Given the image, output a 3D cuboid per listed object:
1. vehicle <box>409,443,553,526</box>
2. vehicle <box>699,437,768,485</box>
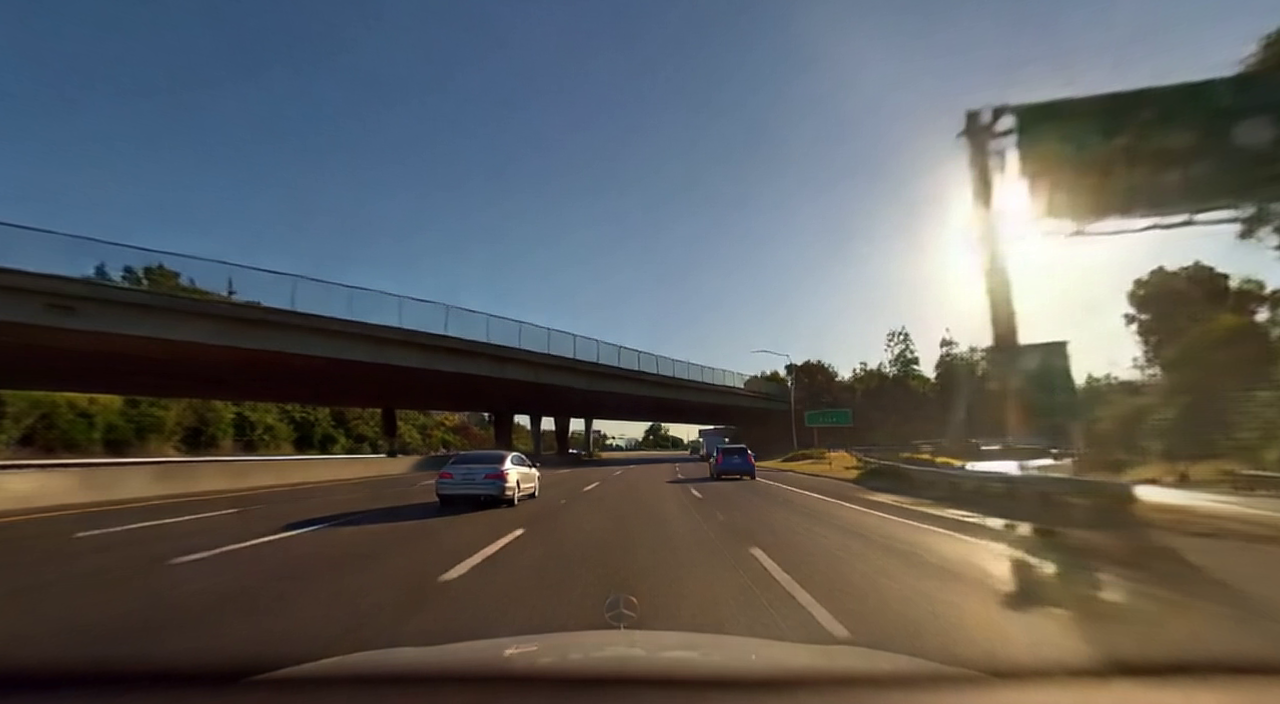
[{"bbox_3d":[-3.216,2.772,13.753,1.937,1.490,4.372,0,-9,1],"label":"vehicle"},{"bbox_3d":[3.835,4.589,26.665,2.225,1.833,4.340,0,-9,0],"label":"vehicle"}]
